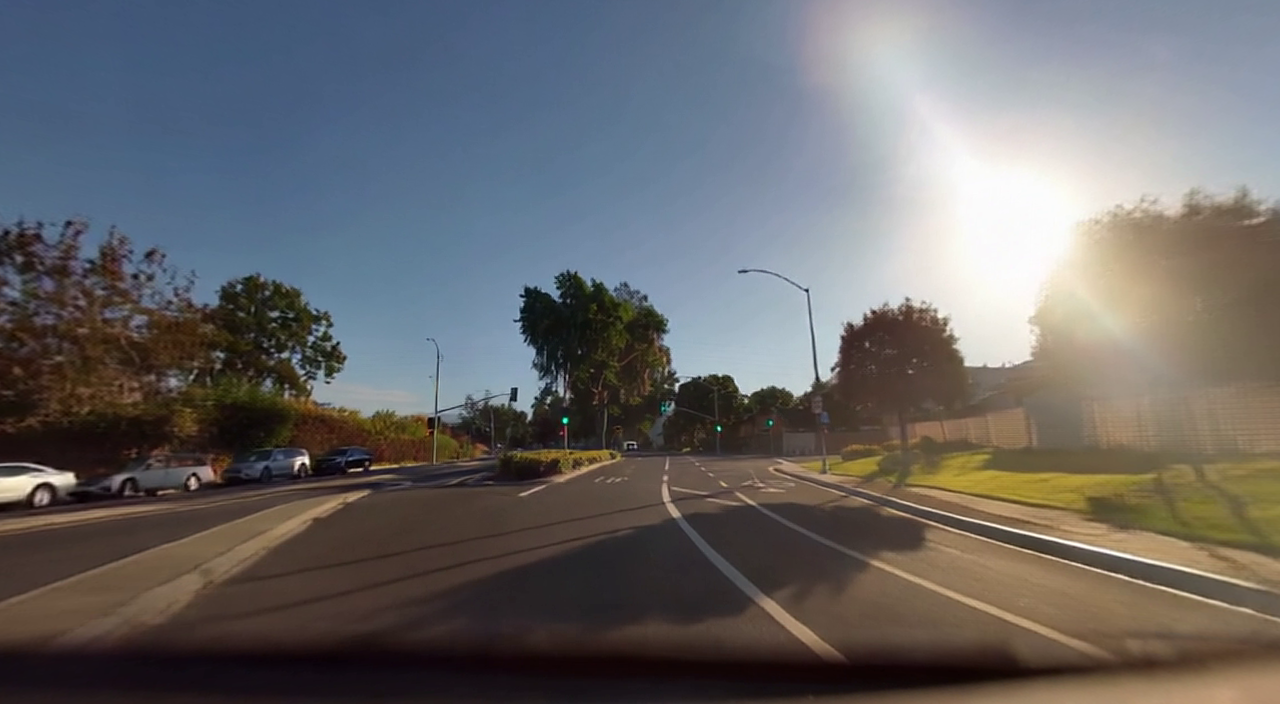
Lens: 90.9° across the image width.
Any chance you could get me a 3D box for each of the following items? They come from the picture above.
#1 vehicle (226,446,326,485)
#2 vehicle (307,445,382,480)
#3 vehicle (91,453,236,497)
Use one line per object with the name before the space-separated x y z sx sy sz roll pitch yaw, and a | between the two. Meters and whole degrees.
vehicle | -18.974 5.879 33.146 2.148 1.856 4.632 -1 -8 5
vehicle | -18.224 6.812 39.112 2.050 1.697 4.838 -4 -6 5
vehicle | -19.402 4.991 26.018 1.883 1.506 4.863 0 -8 5
